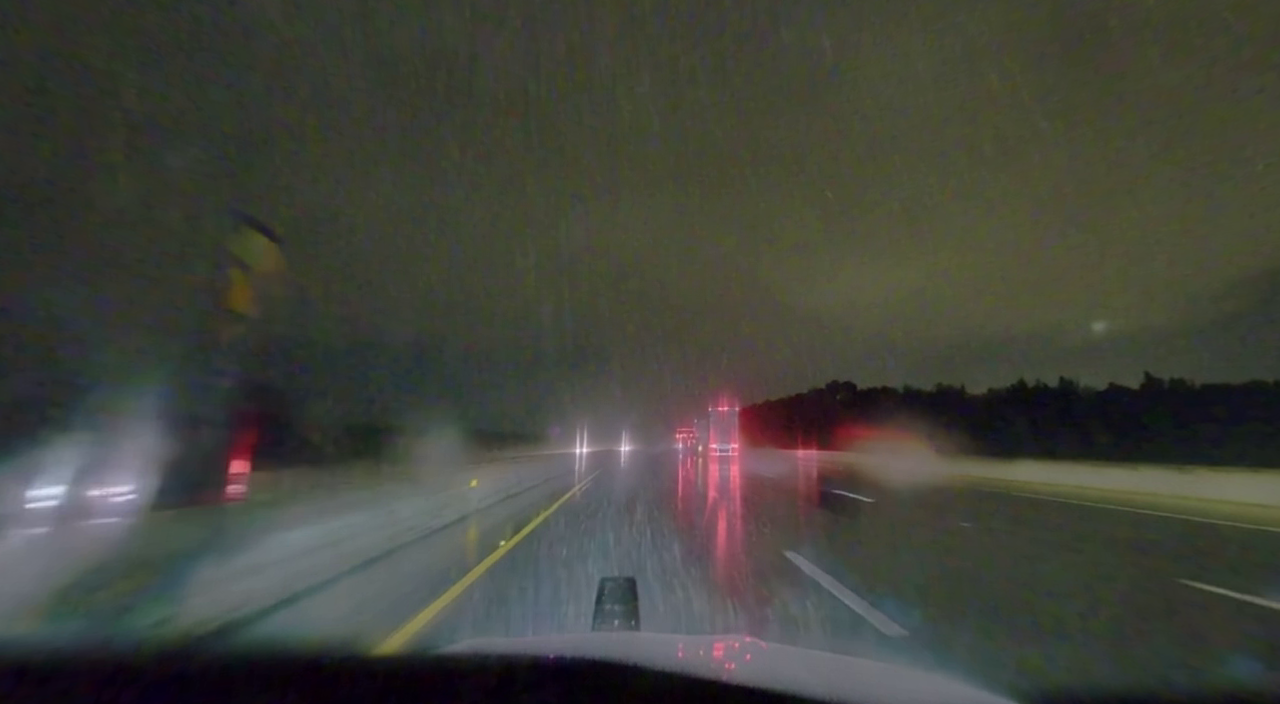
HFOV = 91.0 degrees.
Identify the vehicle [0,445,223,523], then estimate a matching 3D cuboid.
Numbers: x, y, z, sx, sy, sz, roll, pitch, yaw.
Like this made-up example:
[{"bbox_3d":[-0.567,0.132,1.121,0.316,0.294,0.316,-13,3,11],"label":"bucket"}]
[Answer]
[{"bbox_3d":[-11.723,2.855,14.213,1.939,1.470,3.994,0,-8,-1],"label":"vehicle"}]
